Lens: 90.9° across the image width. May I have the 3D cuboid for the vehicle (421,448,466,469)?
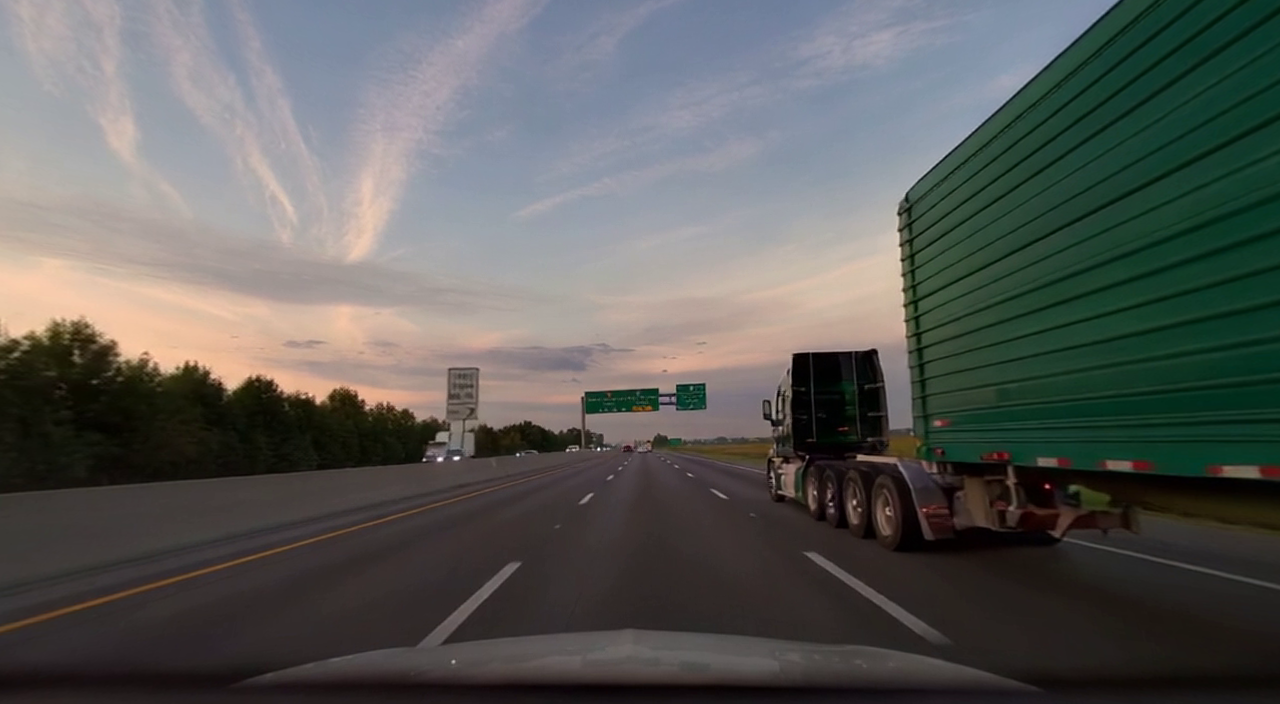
[{"bbox_3d":[-14.465,7.870,46.651,1.869,1.464,4.207,0,-9,1],"label":"vehicle"}]

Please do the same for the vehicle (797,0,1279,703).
[{"bbox_3d":[4.093,-0.160,3.584,3.060,4.100,13.141,0,-9,0],"label":"vehicle"}]
